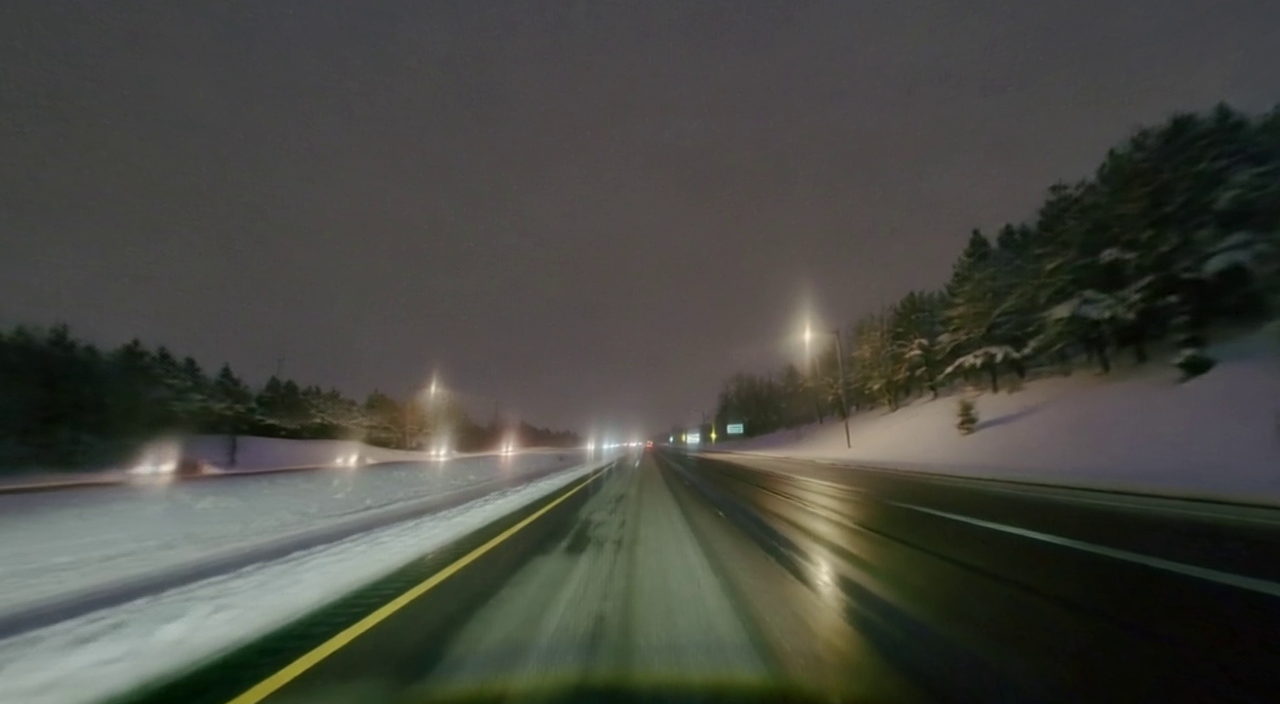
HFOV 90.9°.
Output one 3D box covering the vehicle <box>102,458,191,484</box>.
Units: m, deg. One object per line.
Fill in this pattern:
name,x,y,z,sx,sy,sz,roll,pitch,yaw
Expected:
vehicle,-32.268,7.802,41.426,1.979,1.481,4.699,0,-8,1
